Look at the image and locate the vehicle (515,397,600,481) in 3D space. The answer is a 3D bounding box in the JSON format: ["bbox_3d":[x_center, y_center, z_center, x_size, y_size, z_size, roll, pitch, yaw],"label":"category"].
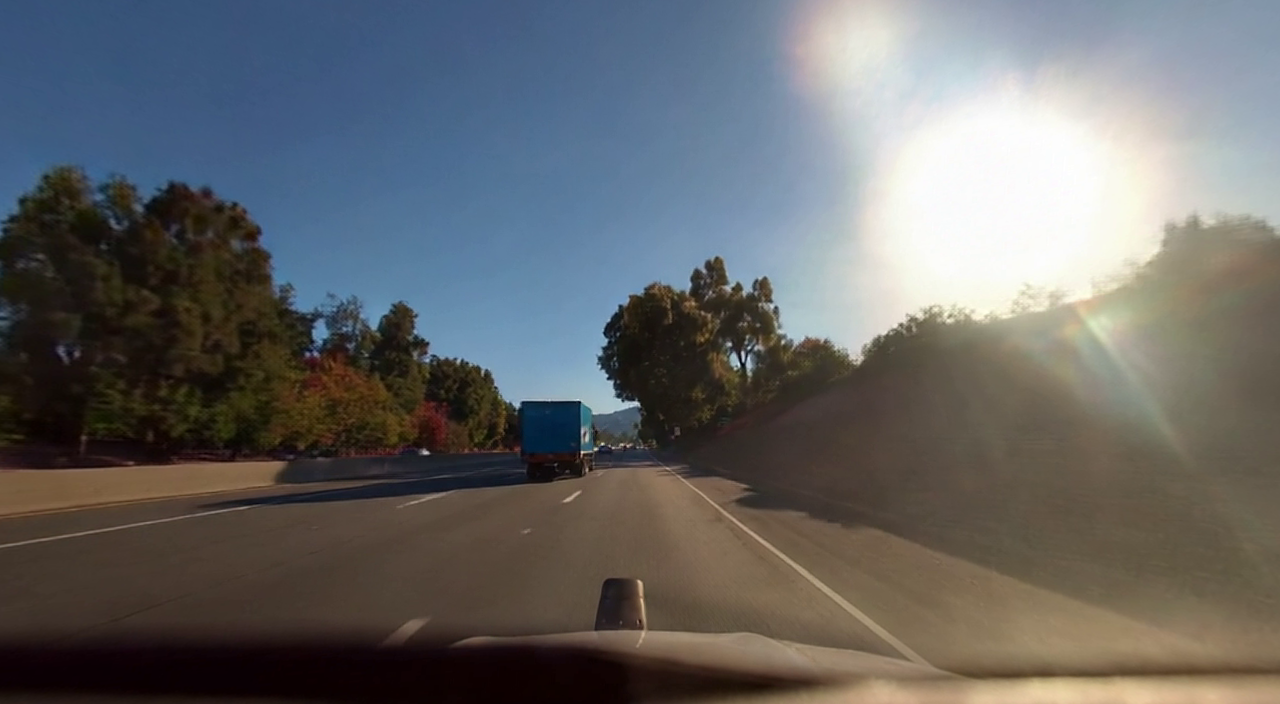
[{"bbox_3d":[-3.553,4.082,29.410,2.874,3.309,8.208,0,-8,0],"label":"vehicle"}]
